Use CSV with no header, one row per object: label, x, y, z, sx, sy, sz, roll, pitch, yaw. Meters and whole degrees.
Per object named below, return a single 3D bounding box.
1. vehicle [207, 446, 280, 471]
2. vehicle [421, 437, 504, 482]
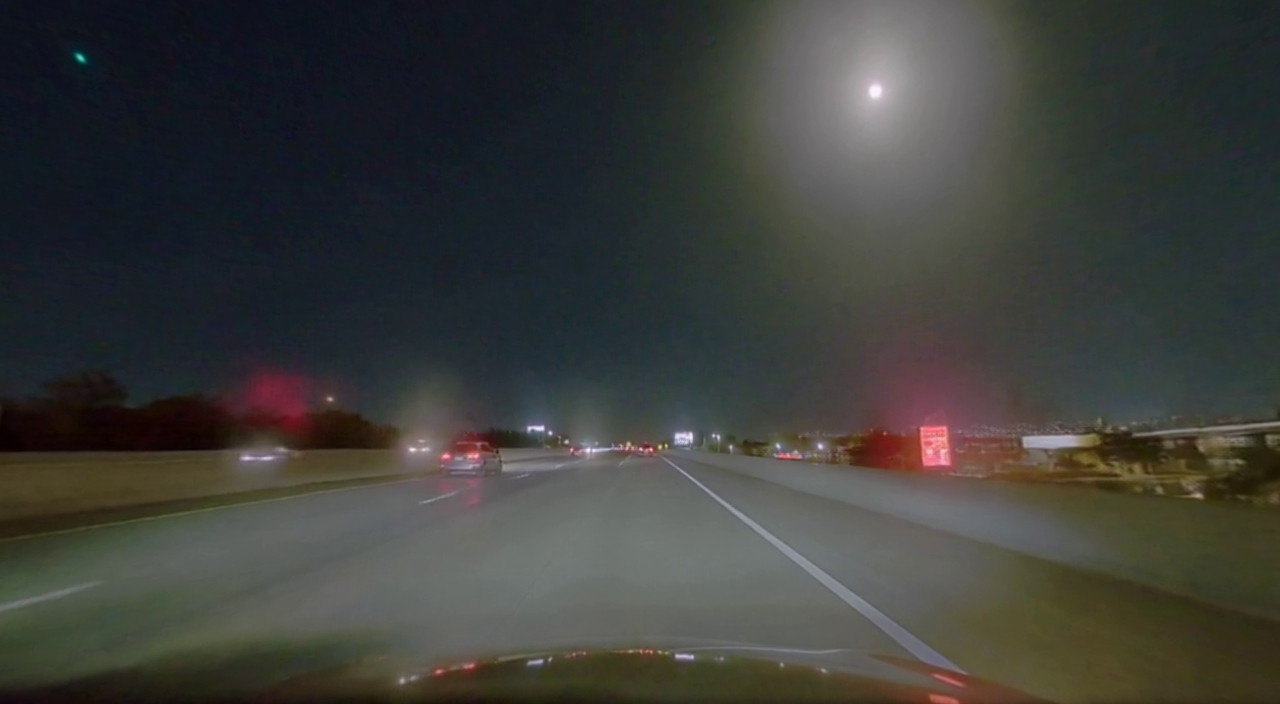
vehicle,-28.309,7.591,45.226,1.962,1.595,4.953,0,-8,1
vehicle,-7.167,4.371,26.040,2.088,1.678,4.426,0,-8,1
